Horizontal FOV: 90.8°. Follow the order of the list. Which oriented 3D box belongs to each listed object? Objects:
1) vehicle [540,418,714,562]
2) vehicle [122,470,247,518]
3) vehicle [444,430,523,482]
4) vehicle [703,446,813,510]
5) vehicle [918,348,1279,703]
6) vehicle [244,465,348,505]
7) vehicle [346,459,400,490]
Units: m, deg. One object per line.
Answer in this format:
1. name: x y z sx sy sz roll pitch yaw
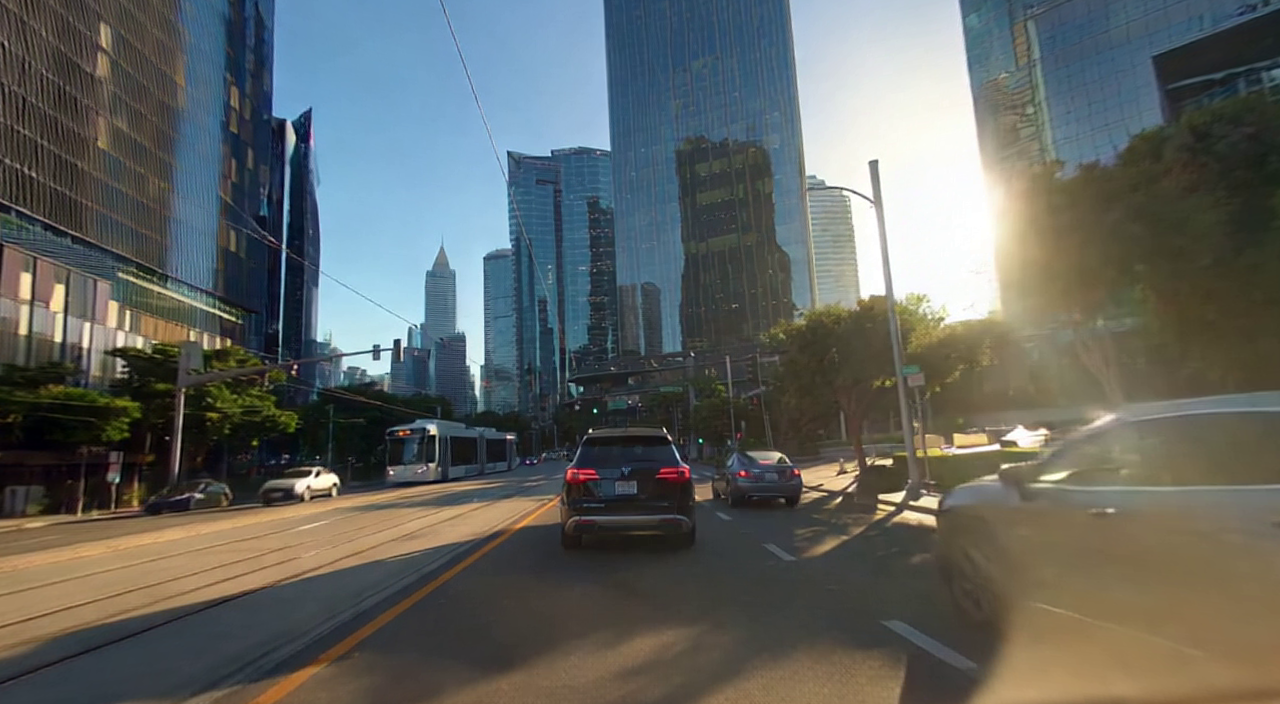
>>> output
1. vehicle: -0.245 2.051 10.140 2.178 1.779 4.255 0 -9 -2
2. vehicle: -19.249 5.986 27.036 2.066 1.700 4.536 0 -9 -2
3. vehicle: -11.107 7.507 46.183 3.053 3.359 10.539 0 -9 0
4. vehicle: 2.990 3.296 17.057 1.993 1.480 4.324 0 -9 -2
5. vehicle: 3.538 0.968 3.281 2.029 1.717 4.624 0 -9 0
6. vehicle: -15.153 5.858 28.190 2.077 1.458 4.718 0 -9 -1
7. vehicle: -19.189 8.794 45.653 1.933 1.919 4.913 0 -9 -3
